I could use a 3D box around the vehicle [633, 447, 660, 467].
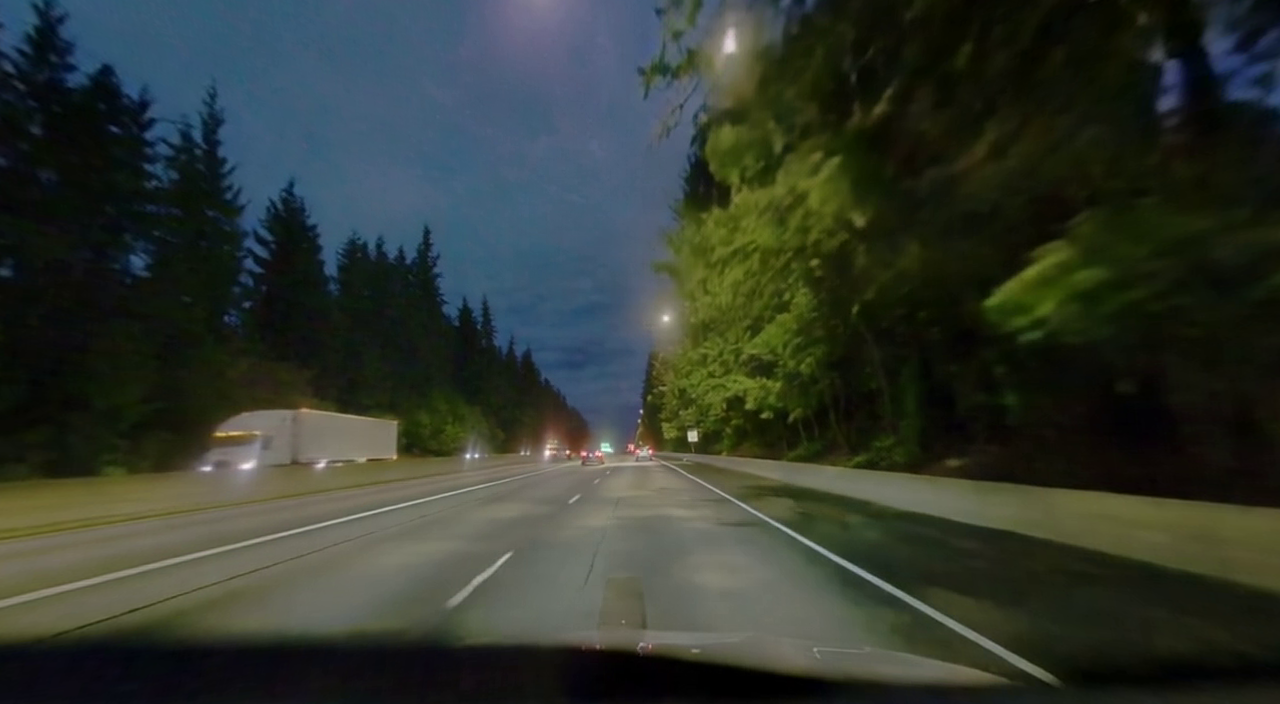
[{"bbox_3d":[0.442,8.062,48.449,1.989,1.402,3.831,0,-9,-1],"label":"vehicle"}]

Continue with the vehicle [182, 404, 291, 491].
[{"bbox_3d":[-19.031,4.510,29.952,2.908,3.879,2.998,0,-9,-1],"label":"vehicle"}]

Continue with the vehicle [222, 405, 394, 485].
[{"bbox_3d":[-19.129,5.658,38.162,2.881,3.904,14.146,0,-9,-1],"label":"vehicle"}]

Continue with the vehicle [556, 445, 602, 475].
[{"bbox_3d":[-3.233,5.857,34.399,2.112,1.498,4.117,0,-9,0],"label":"vehicle"}]
